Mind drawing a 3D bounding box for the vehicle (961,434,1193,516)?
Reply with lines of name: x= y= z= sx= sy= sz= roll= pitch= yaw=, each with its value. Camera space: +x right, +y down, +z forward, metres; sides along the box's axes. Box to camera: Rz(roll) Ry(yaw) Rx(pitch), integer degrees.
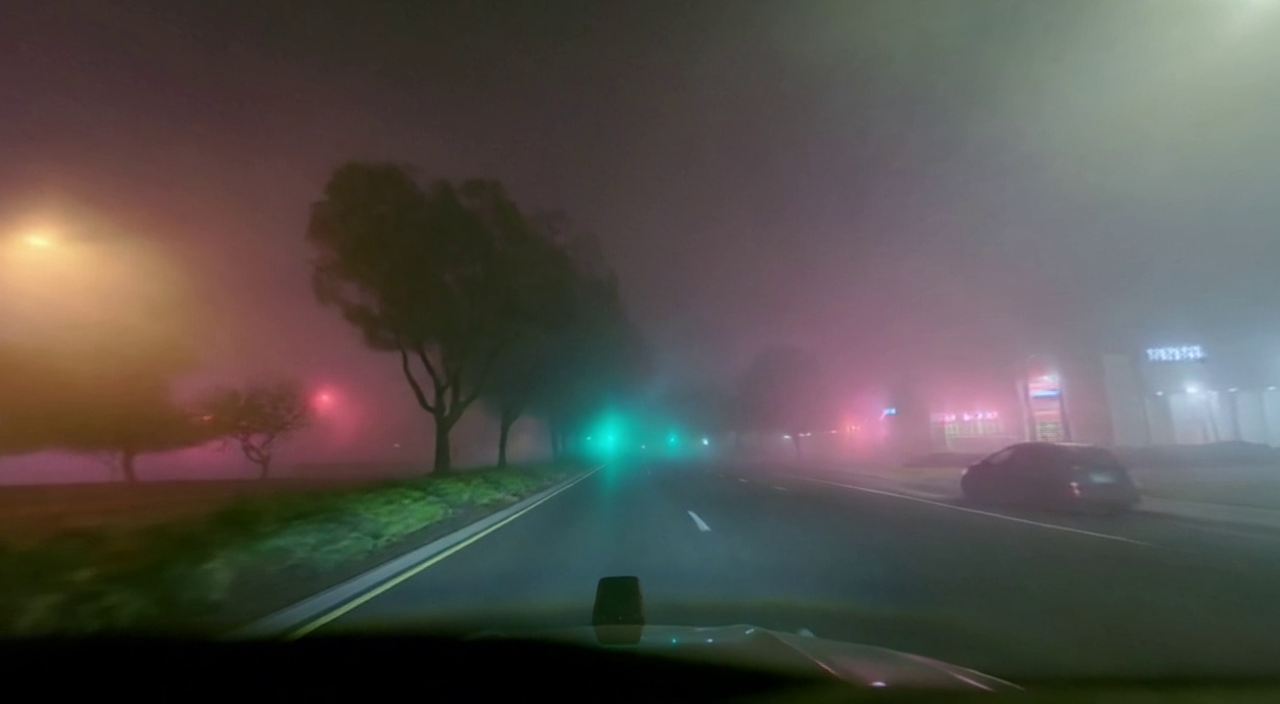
vehicle: x=9.613 y=2.735 z=14.494 sx=1.981 sy=1.557 sz=4.456 roll=0 pitch=-9 yaw=-2
